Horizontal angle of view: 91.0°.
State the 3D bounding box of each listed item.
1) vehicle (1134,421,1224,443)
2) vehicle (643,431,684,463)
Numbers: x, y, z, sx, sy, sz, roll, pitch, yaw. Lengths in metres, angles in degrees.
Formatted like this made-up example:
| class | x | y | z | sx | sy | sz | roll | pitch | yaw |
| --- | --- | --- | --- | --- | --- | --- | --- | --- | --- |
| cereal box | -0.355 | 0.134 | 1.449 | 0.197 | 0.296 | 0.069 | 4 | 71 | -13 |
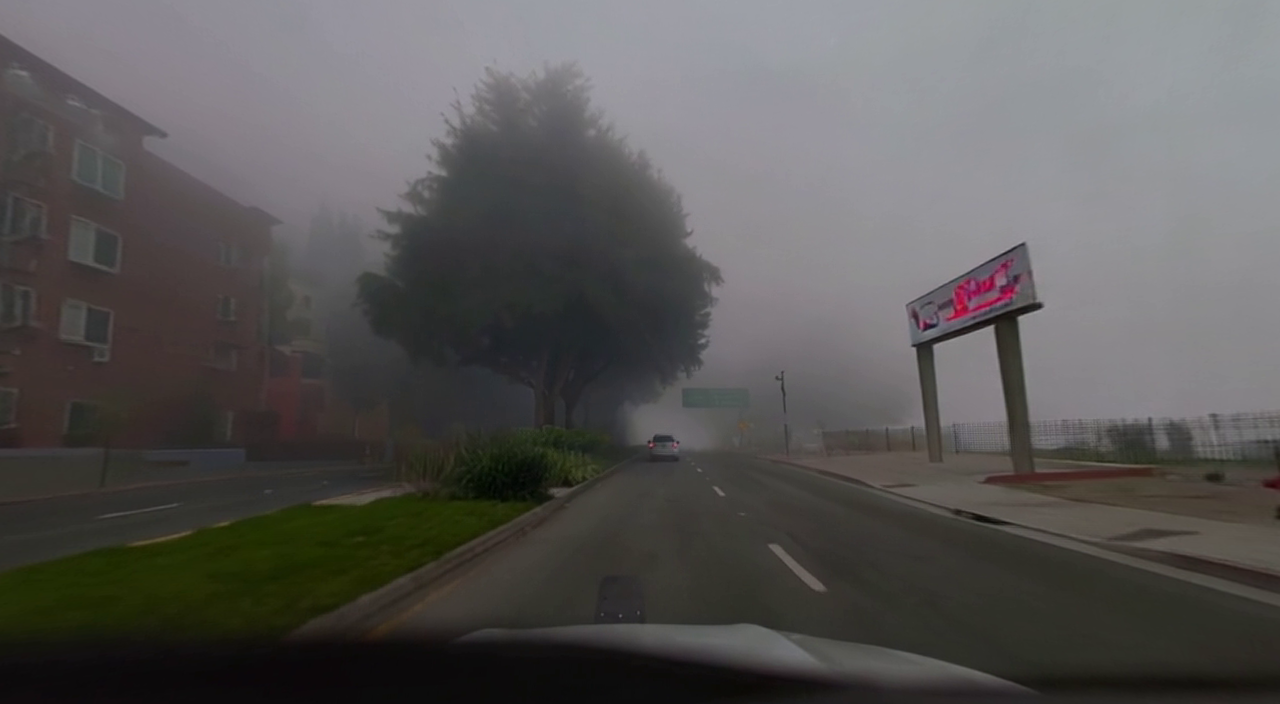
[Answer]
| class | x | y | z | sx | sy | sz | roll | pitch | yaw |
| --- | --- | --- | --- | --- | --- | --- | --- | --- | --- |
| vehicle | 38.547 | 5.744 | 45.095 | 4.637 | 1.477 | 1.823 | -1 | -8 | 4 |
| vehicle | 1.473 | 5.611 | 37.299 | 2.235 | 1.719 | 4.292 | 1 | -8 | 4 |
